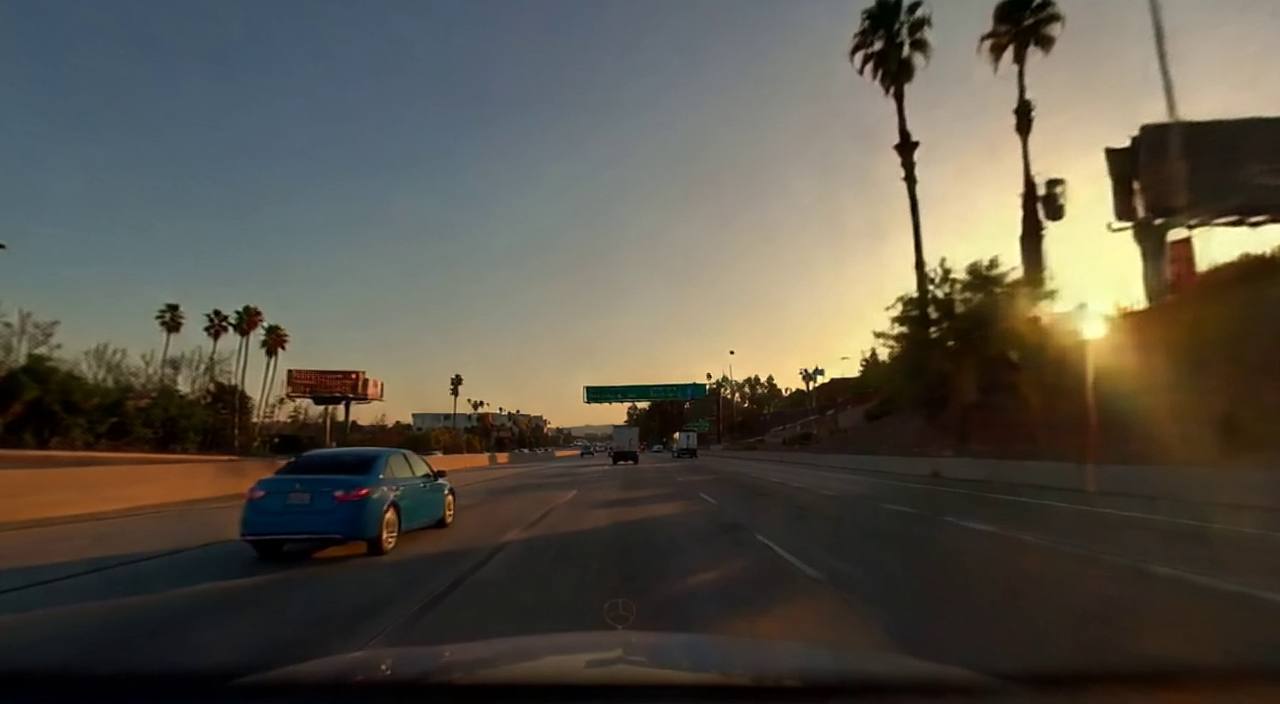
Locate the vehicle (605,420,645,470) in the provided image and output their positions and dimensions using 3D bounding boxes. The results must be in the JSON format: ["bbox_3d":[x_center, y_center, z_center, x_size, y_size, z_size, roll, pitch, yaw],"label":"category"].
[{"bbox_3d":[-0.980,5.964,40.466,2.364,2.953,6.495,0,-8,-2],"label":"vehicle"}]

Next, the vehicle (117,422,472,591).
[{"bbox_3d":[-3.963,1.844,8.545,2.021,1.598,4.887,0,-8,0],"label":"vehicle"}]
